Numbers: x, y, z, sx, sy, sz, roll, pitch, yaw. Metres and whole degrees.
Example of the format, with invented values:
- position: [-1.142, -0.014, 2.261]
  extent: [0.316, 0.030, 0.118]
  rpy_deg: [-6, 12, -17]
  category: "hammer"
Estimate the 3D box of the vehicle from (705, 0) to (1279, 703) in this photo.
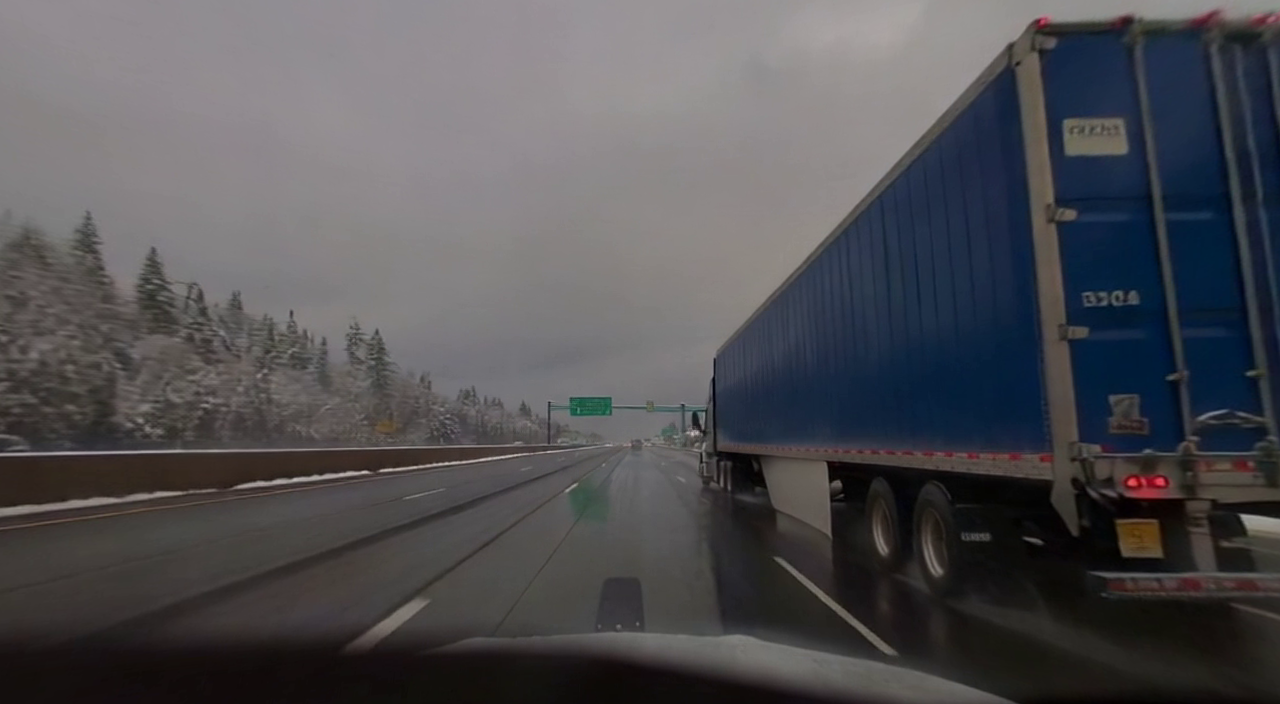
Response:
- position: [3.541, 0.910, 11.420]
  extent: [2.743, 4.160, 16.408]
  rpy_deg: [0, -9, -1]
  category: "vehicle"
